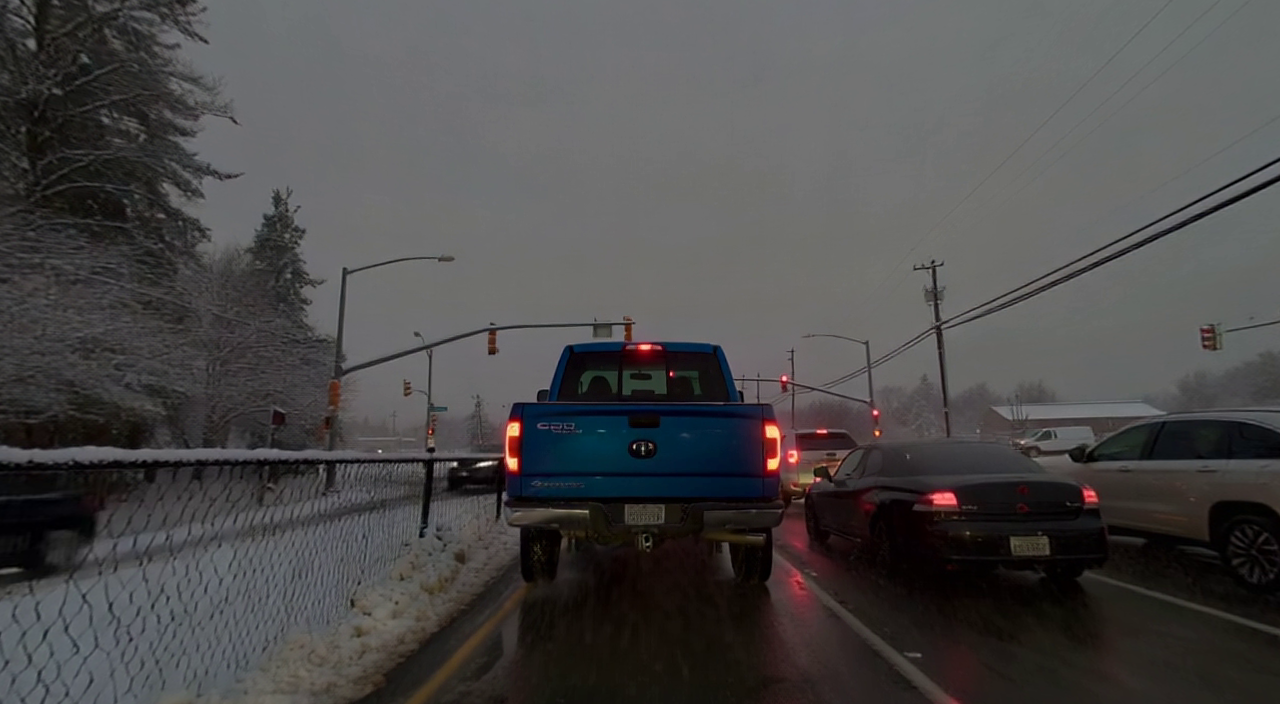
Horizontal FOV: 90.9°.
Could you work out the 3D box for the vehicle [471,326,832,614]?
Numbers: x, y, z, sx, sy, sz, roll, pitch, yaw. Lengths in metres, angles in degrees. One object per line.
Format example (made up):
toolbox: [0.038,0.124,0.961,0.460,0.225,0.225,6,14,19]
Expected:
vehicle: [0.128,1.370,8.148,2.831,2.284,6.149,0,-8,1]

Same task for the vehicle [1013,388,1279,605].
vehicle: [6.153,1.372,6.474,1.982,1.727,4.352,0,-8,1]

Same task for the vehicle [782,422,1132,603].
vehicle: [3.115,1.644,7.363,1.993,1.495,4.060,0,-8,1]

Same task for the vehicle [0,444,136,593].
vehicle: [-8.165,1.700,6.084,2.378,1.611,5.046,0,-8,1]
